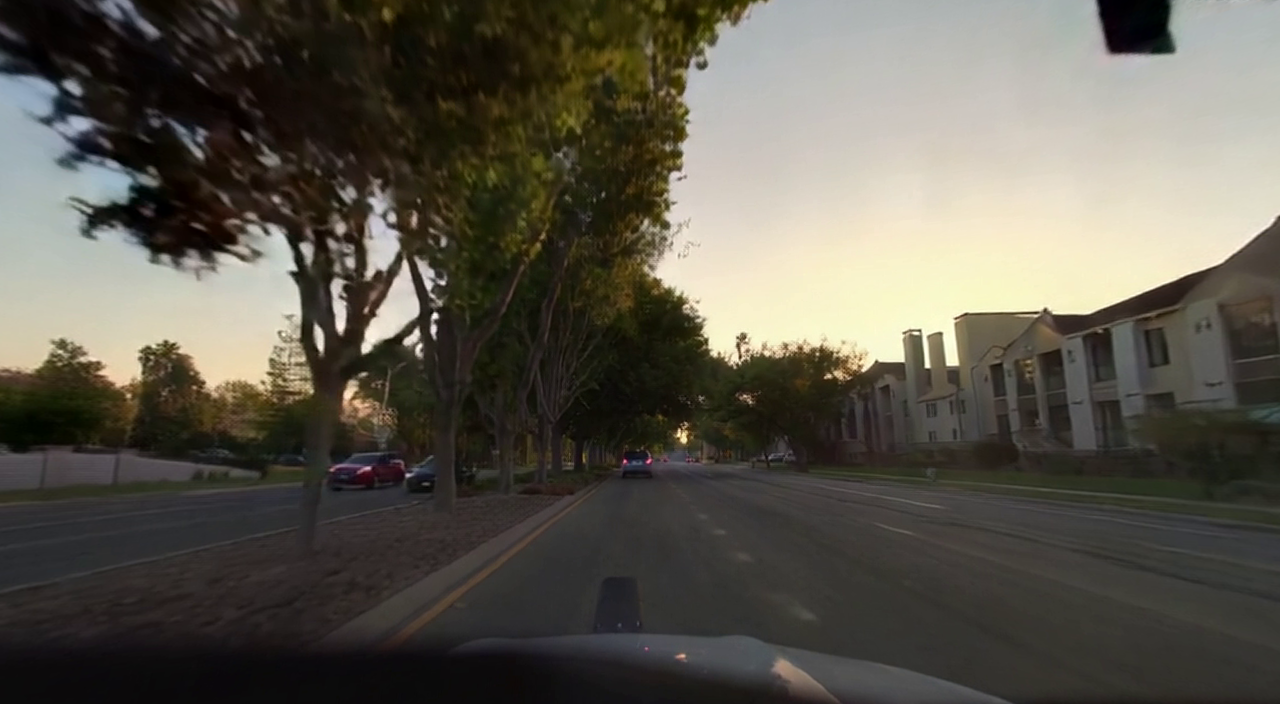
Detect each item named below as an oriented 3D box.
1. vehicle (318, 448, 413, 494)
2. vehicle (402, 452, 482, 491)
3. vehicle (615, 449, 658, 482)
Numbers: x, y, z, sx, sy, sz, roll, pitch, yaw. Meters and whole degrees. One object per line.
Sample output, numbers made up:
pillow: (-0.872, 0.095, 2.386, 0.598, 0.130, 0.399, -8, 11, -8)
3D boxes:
vehicle: (-11.889, 5.141, 27.769, 2.052, 1.808, 4.716, 0, -9, 0)
vehicle: (-8.498, 5.132, 27.542, 1.957, 1.527, 4.411, 0, -9, 1)
vehicle: (-0.124, 5.813, 32.632, 2.093, 1.591, 4.247, 0, -9, 1)
